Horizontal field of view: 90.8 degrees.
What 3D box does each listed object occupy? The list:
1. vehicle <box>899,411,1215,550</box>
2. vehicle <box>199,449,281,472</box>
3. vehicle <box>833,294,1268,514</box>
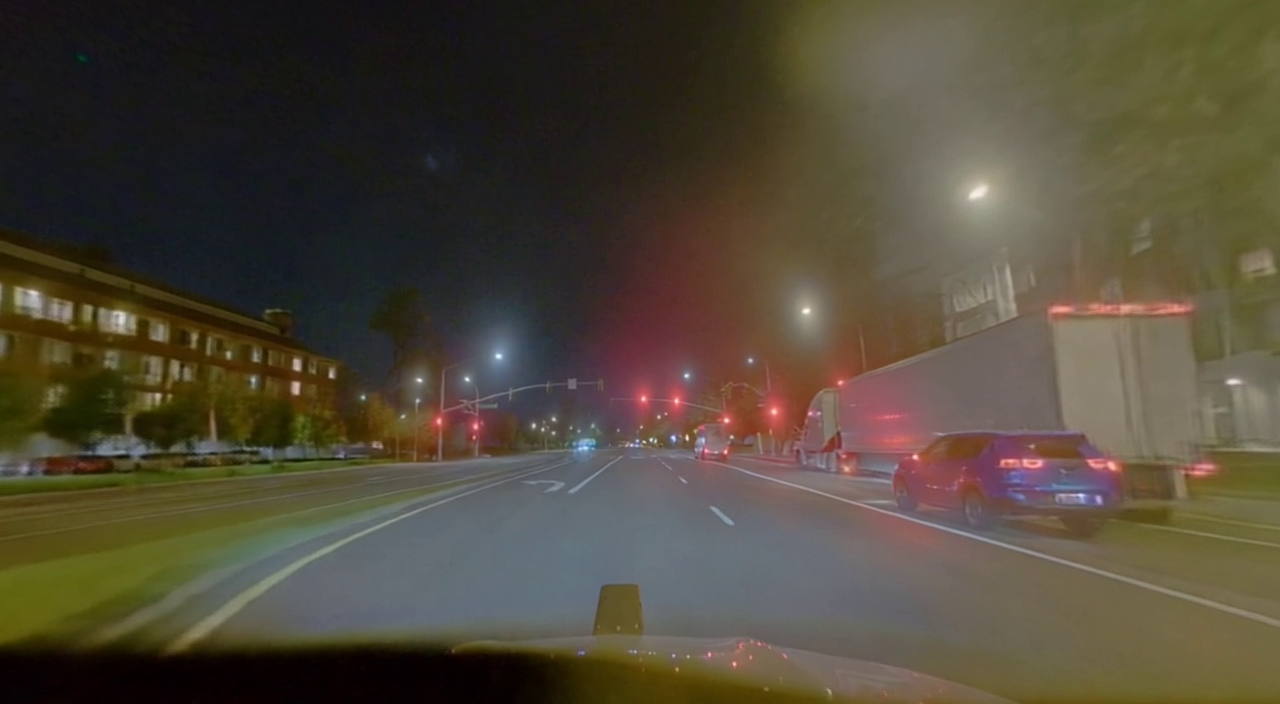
[{"bbox_3d":[6.328,1.990,10.493,2.012,1.754,4.635,0,-8,-1],"label":"vehicle"},{"bbox_3d":[-27.671,7.522,43.932,4.505,1.457,2.003,4,-9,-24],"label":"vehicle"},{"bbox_3d":[10.360,2.177,20.583,2.975,4.201,17.050,0,-8,0],"label":"vehicle"}]
